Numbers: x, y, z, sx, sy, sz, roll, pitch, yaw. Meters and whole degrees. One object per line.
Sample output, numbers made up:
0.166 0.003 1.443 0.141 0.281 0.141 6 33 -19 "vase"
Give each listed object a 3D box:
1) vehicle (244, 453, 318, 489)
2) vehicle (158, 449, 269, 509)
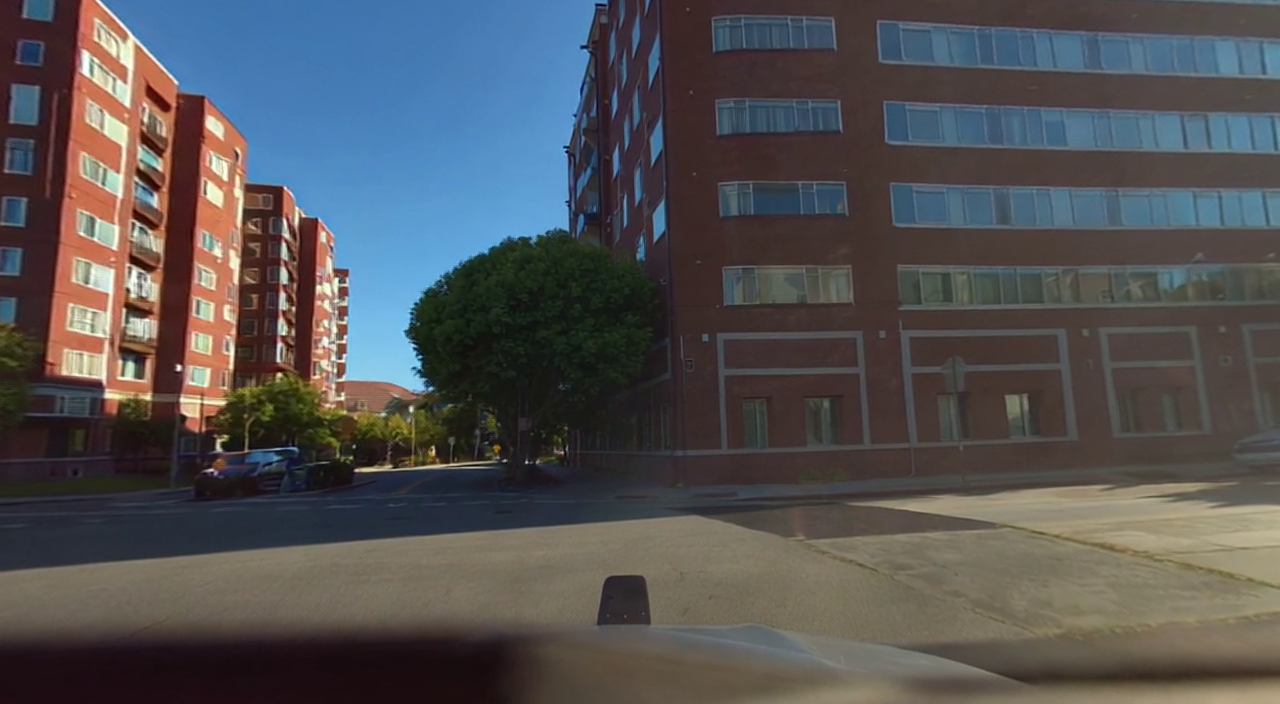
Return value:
-16.659 5.491 29.480 1.941 1.442 4.384 2 -9 -16 "vehicle"
-12.820 3.759 19.267 2.027 1.475 4.522 1 -8 -24 "vehicle"
